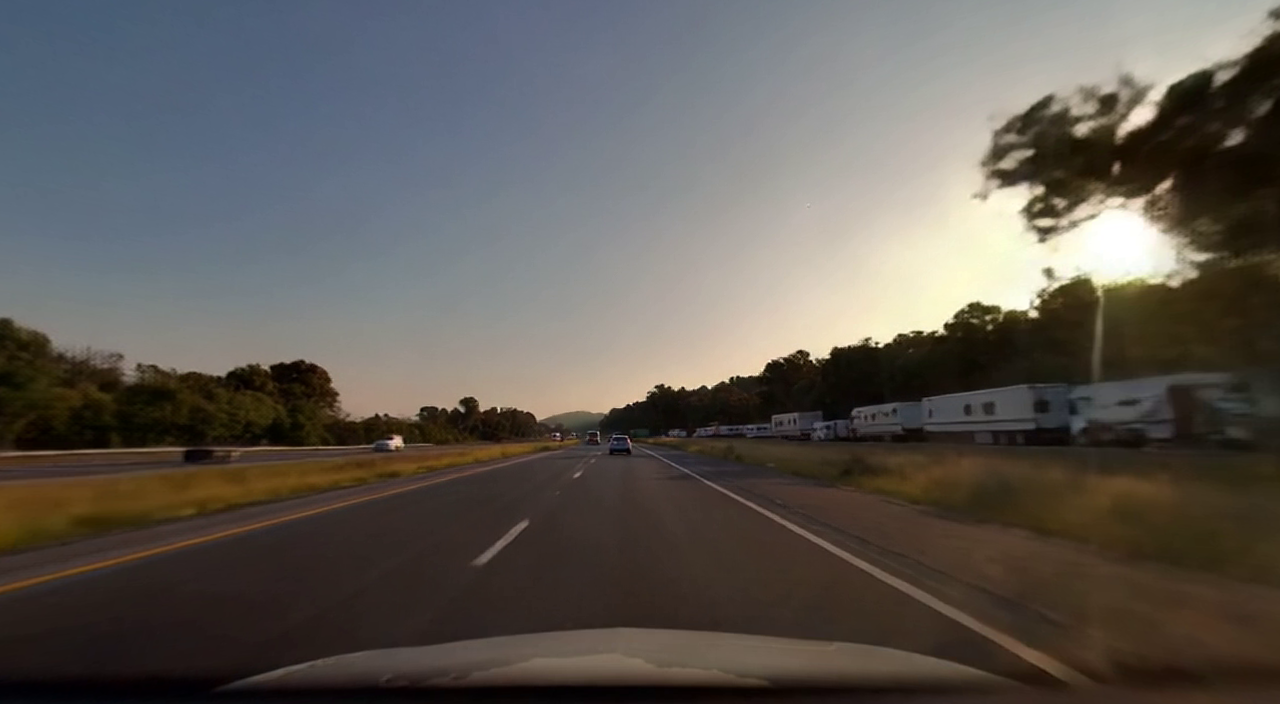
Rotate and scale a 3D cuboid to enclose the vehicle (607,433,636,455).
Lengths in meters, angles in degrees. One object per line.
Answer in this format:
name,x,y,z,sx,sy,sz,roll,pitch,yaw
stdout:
vehicle,-1.370,6.733,46.220,2.037,1.504,4.248,0,-8,-2
